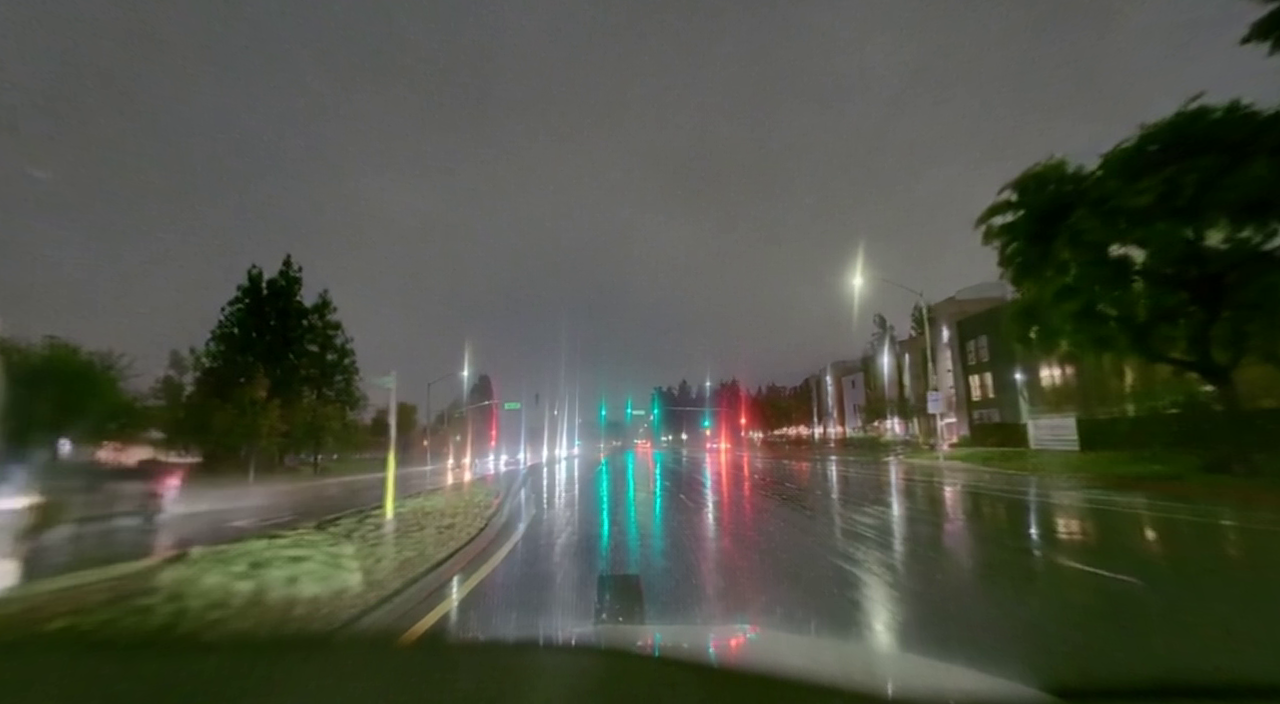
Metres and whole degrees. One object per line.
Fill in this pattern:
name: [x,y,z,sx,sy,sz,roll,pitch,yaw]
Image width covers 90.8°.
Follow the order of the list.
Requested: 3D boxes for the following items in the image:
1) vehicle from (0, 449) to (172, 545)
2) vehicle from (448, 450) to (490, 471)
vehicle: [-13.869,3.243,14.884,2.038,1.857,5.078,0,-9,-4]
vehicle: [-13.273,8.443,49.395,1.973,1.485,4.616,0,-9,0]
